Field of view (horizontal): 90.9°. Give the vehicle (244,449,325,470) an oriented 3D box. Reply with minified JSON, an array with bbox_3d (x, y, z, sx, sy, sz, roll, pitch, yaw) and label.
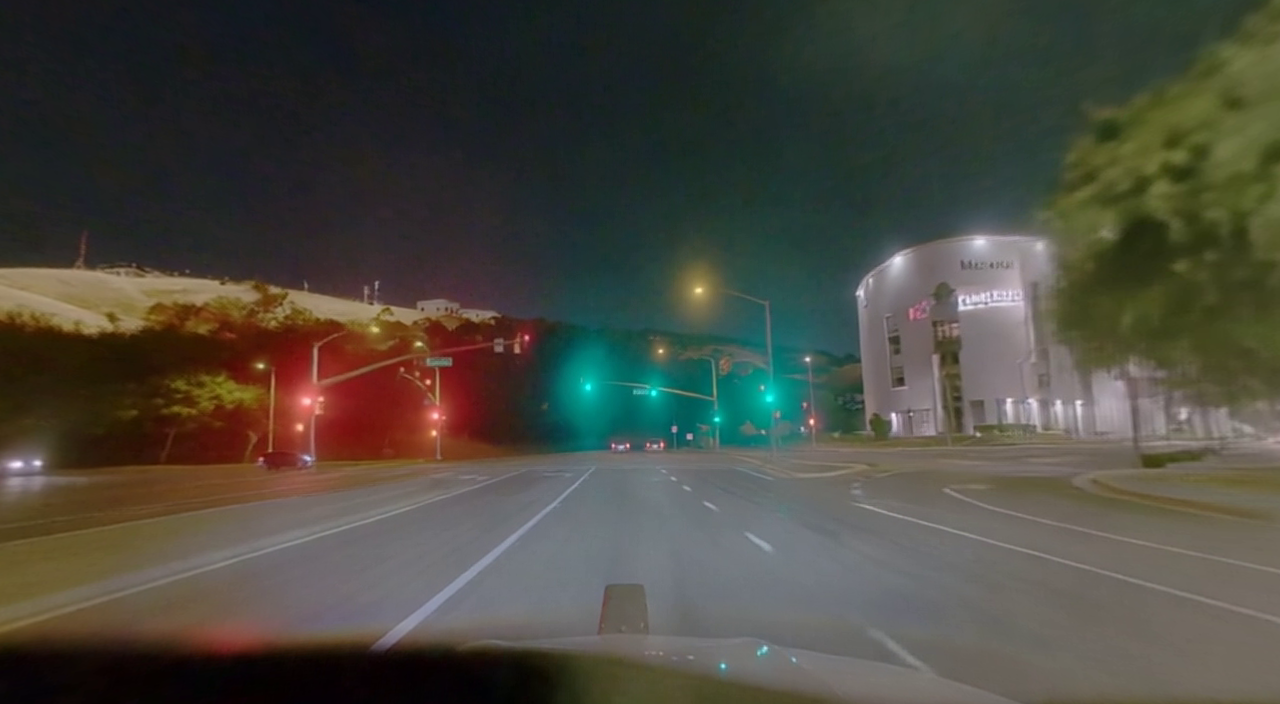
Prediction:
[{"bbox_3d":[-24.746,7.492,44.002,4.518,1.423,1.888,0,-8,2],"label":"vehicle"}]
